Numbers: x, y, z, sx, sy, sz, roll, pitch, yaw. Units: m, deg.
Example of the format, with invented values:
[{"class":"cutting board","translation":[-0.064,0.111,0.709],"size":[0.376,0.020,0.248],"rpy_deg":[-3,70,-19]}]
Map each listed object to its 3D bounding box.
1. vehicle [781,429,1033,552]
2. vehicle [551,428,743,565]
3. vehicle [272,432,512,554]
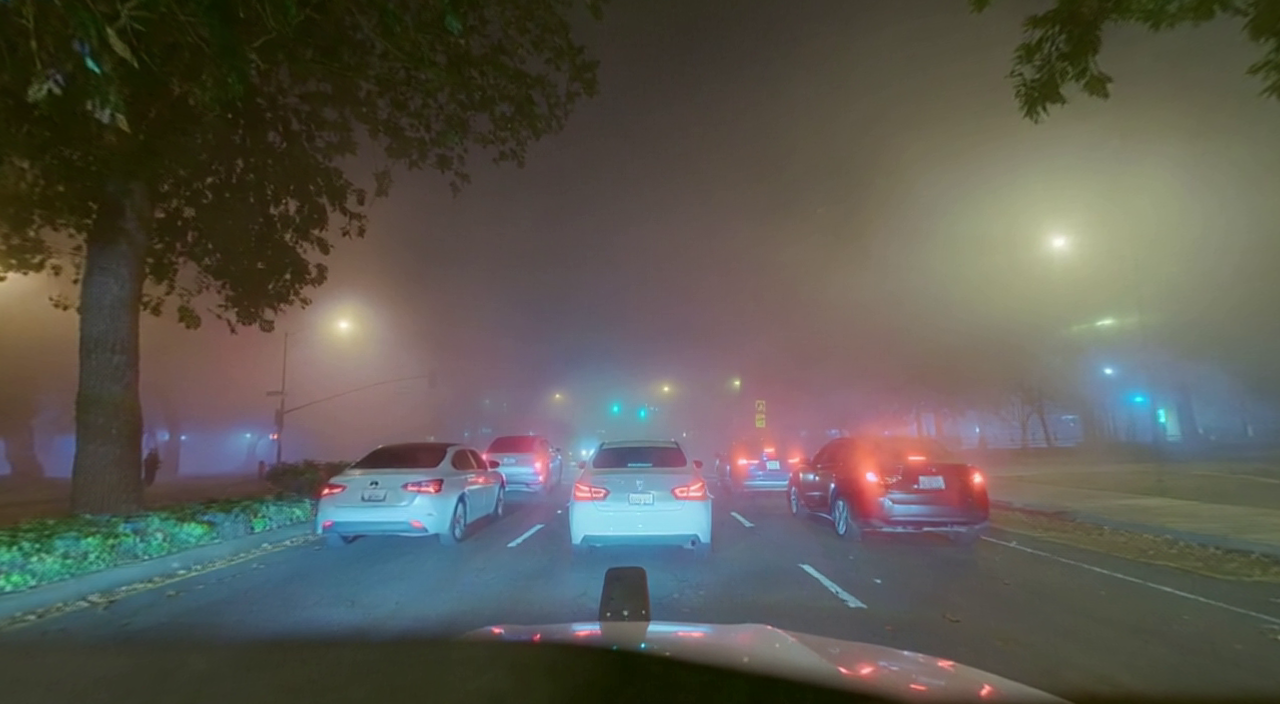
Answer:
[{"class":"vehicle","translation":[3.782,2.027,10.010],"size":[1.990,1.486,4.431],"rpy_deg":[0,-8,-1]},{"class":"vehicle","translation":[0.053,1.878,8.934],"size":[2.101,1.480,3.929],"rpy_deg":[0,-8,-1]},{"class":"vehicle","translation":[-3.458,2.034,9.817],"size":[2.002,1.465,4.098],"rpy_deg":[0,-8,1]}]
